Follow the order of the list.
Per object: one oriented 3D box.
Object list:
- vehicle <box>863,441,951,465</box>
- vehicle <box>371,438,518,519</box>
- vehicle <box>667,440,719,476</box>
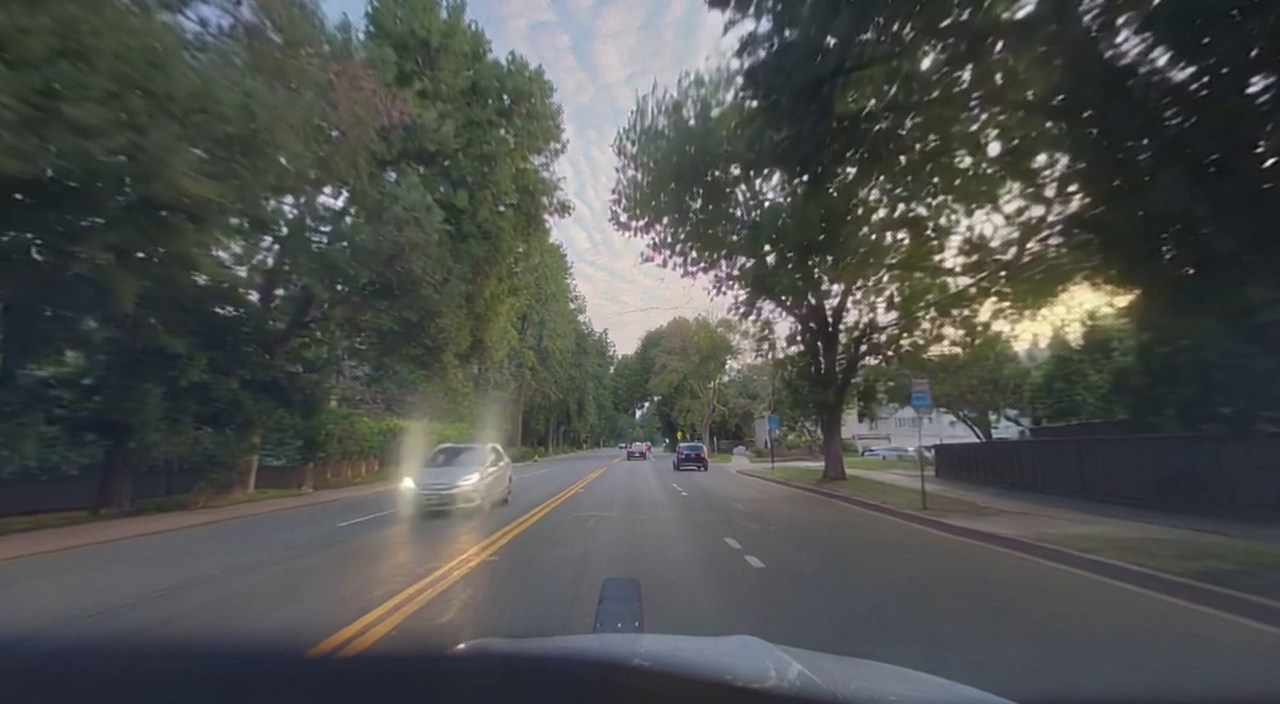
[{"bbox_3d":[16.860,6.403,39.902,4.672,1.463,1.863,0,-9,1],"label":"vehicle"},{"bbox_3d":[-4.073,2.685,13.858,1.959,1.494,3.875,0,-9,0],"label":"vehicle"},{"bbox_3d":[2.354,4.809,28.743,1.975,1.497,3.647,0,-9,-1],"label":"vehicle"}]
